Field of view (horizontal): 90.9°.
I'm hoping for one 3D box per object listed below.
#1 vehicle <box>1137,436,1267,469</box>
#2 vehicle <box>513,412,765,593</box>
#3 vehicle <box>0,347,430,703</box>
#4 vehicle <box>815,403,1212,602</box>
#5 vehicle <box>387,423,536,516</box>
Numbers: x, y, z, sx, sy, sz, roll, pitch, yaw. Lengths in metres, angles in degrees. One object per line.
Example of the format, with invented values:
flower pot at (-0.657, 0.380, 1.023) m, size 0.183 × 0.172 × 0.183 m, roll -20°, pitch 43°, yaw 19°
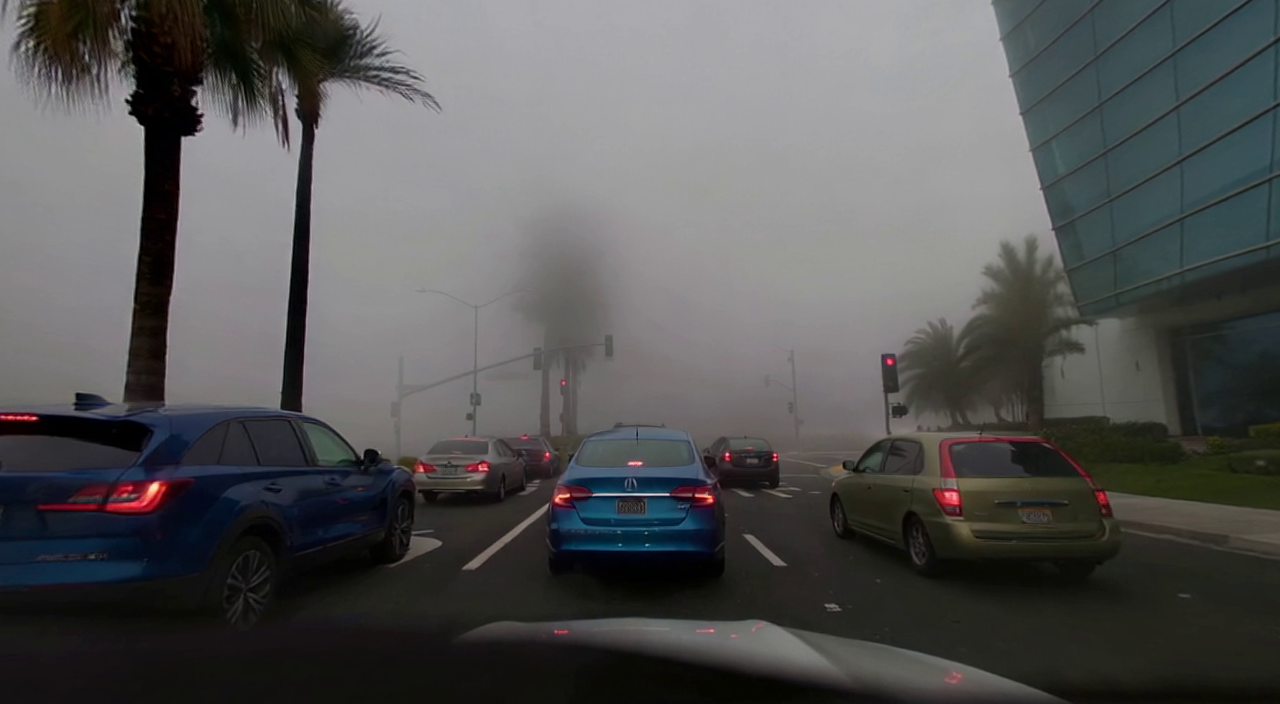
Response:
vehicle at (25.456, 4.548, 28.662) m, size 4.014 × 1.417 × 1.777 m, roll -1°, pitch -8°, yaw 5°
vehicle at (-0.052, 1.657, 7.809) m, size 2.219 × 1.586 × 4.321 m, roll 0°, pitch -8°, yaw -1°
vehicle at (-3.536, 1.177, 5.359) m, size 2.014 × 1.775 × 4.404 m, roll 0°, pitch -8°, yaw -1°
vehicle at (3.833, 1.622, 7.691) m, size 2.064 × 1.696 × 4.431 m, roll 0°, pitch -8°, yaw -1°
vehicle at (-3.471, 2.358, 13.074) m, size 1.917 × 1.631 × 3.768 m, roll 0°, pitch -8°, yaw 1°
